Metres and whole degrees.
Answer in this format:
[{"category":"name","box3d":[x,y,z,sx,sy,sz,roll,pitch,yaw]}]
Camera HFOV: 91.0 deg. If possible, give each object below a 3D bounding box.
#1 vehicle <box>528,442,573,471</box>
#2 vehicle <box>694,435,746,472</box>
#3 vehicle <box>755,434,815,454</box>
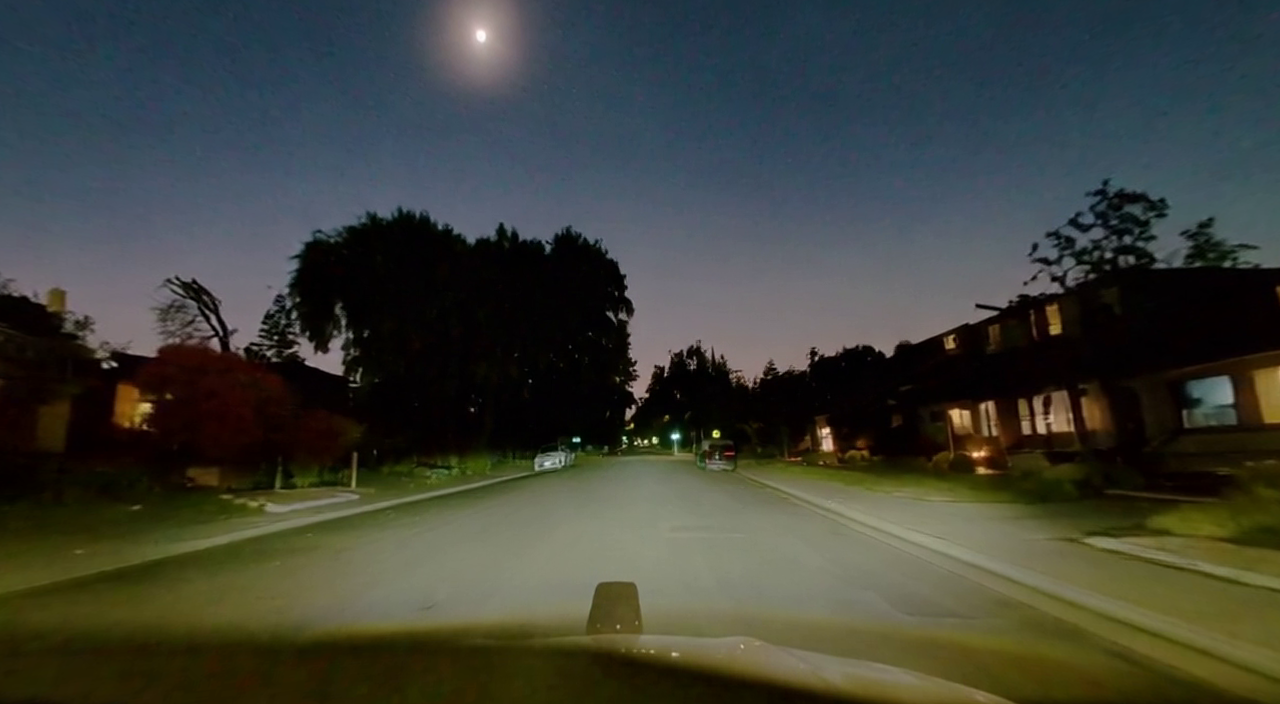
[{"category":"vehicle","box3d":[-5.510,6.515,39.393,2.005,1.706,4.428,-1,-8,2]},{"category":"vehicle","box3d":[4.058,5.267,32.802,2.176,1.762,4.622,0,-8,1]},{"category":"vehicle","box3d":[11.152,7.089,48.663,4.153,1.481,1.865,0,-9,1]}]
